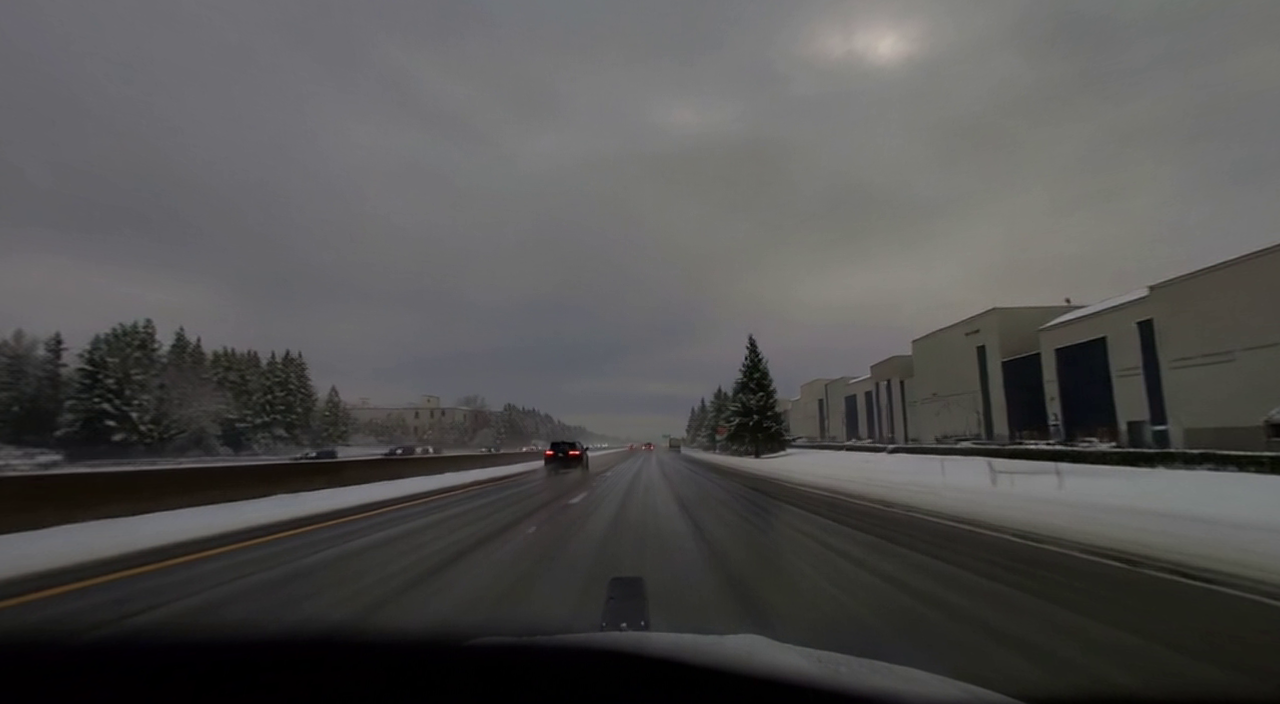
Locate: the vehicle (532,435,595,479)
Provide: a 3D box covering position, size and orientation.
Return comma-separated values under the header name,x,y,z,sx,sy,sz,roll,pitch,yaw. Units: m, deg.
name,x,y,z,sx,sy,sz,roll,pitch,yaw
vehicle,-3.450,4.849,29.380,2.218,1.850,4.774,0,-9,2
